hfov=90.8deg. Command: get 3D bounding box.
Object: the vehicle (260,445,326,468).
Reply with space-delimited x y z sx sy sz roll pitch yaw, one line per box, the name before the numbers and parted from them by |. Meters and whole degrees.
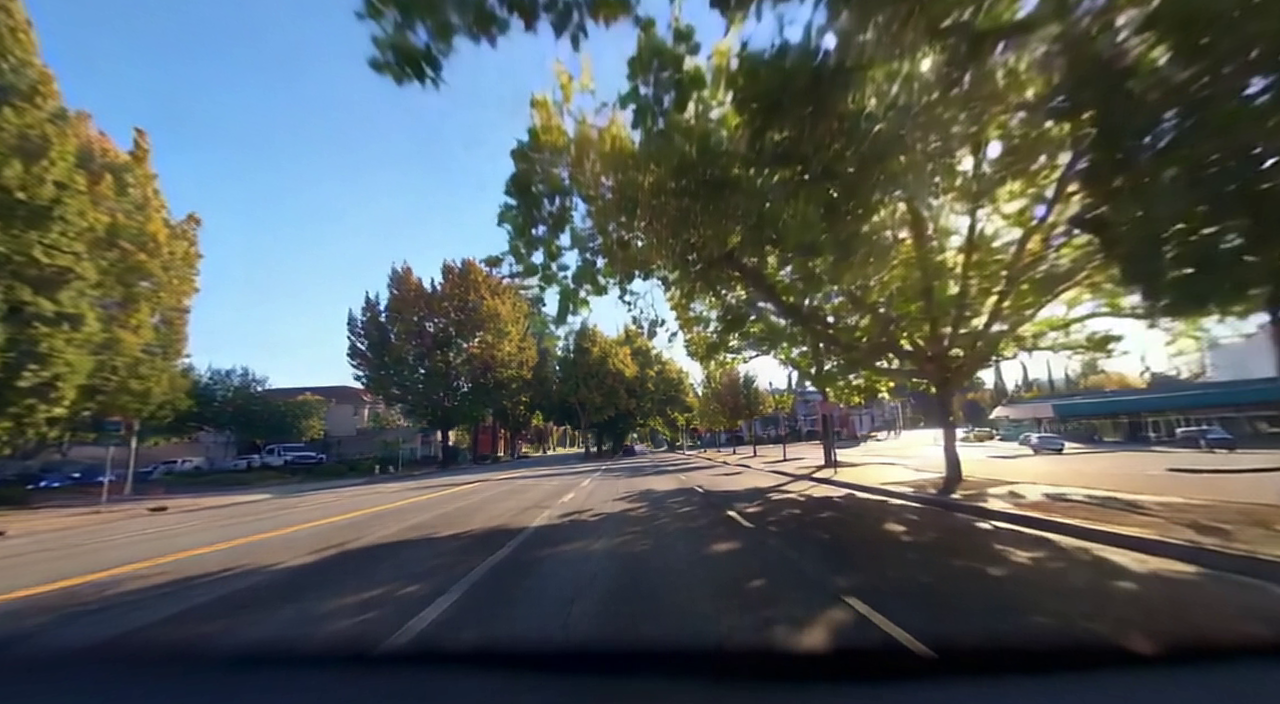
vehicle | -23.908 7.195 43.598 3.548 1.544 1.641 0 -8 1
